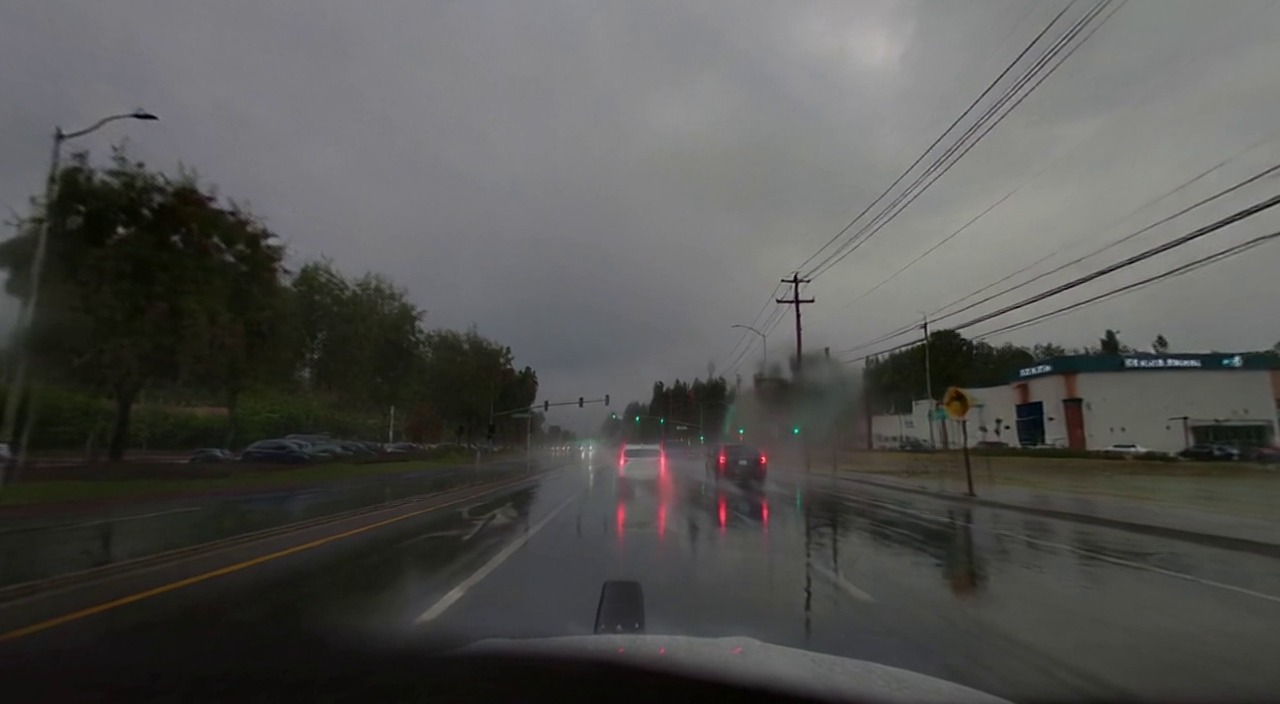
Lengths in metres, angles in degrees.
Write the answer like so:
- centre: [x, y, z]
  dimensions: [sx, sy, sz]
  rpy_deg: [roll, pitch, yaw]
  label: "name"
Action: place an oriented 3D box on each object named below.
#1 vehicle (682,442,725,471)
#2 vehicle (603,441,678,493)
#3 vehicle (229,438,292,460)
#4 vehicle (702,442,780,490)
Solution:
- centre: [3.752, 6.260, 38.018]
  dimensions: [2.094, 1.652, 4.340]
  rpy_deg: [0, -8, -1]
  label: "vehicle"
- centre: [-0.038, 3.602, 20.138]
  dimensions: [2.144, 1.473, 4.028]
  rpy_deg: [0, -8, -1]
  label: "vehicle"
- centre: [-28.342, 7.268, 47.158]
  dimensions: [1.908, 1.553, 4.979]
  rpy_deg: [1, -8, -4]
  label: "vehicle"
- centre: [3.362, 3.864, 21.694]
  dimensions: [1.985, 1.489, 4.036]
  rpy_deg: [0, -8, -1]
  label: "vehicle"
